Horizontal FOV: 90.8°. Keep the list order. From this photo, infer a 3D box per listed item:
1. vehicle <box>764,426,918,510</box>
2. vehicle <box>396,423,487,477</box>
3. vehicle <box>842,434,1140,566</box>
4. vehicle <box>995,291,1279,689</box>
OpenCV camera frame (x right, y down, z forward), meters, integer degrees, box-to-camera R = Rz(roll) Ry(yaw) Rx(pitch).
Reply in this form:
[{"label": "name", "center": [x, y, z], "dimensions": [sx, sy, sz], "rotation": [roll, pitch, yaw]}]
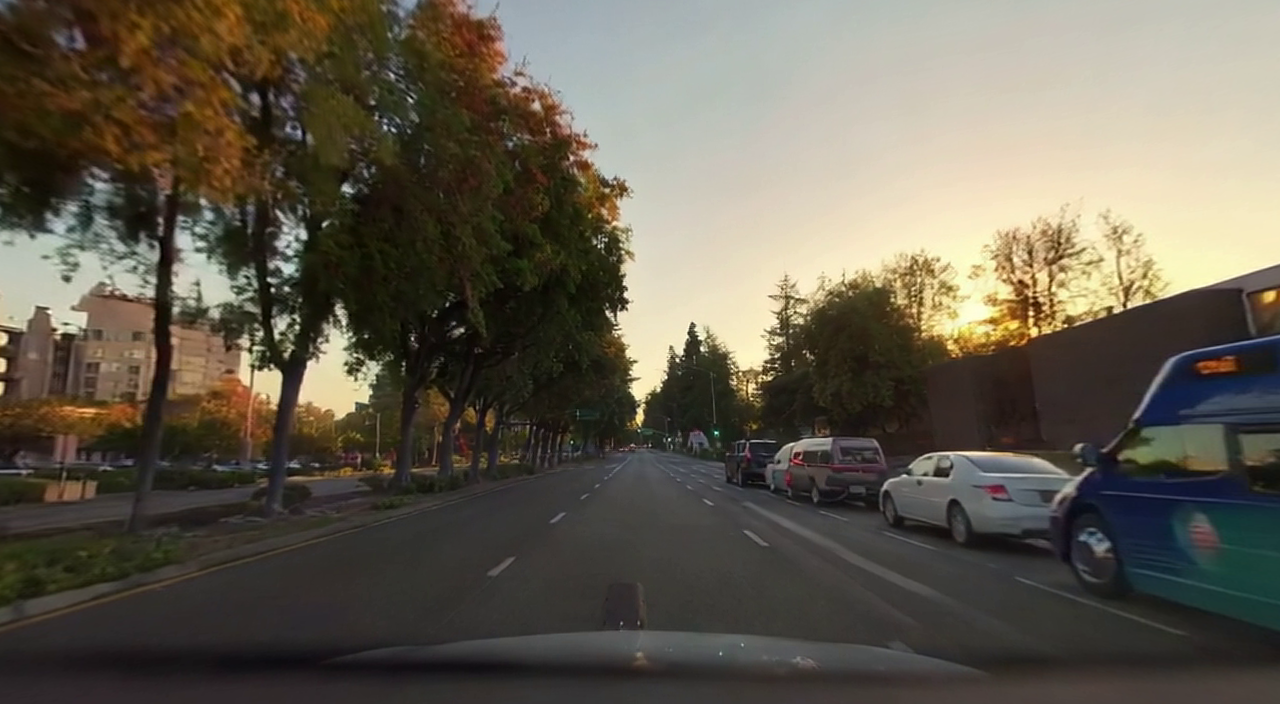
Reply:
[{"label": "vehicle", "center": [4.524, 2.695, 15.173], "dimensions": [2.028, 1.660, 4.705], "rotation": [0, -8, -2]}, {"label": "vehicle", "center": [-14.691, 7.467, 48.225], "dimensions": [3.021, 3.520, 12.558], "rotation": [0, -9, -1]}, {"label": "vehicle", "center": [4.737, 2.025, 9.524], "dimensions": [1.908, 1.472, 4.541], "rotation": [0, -8, 0]}, {"label": "vehicle", "center": [4.628, 0.660, 2.892], "dimensions": [2.351, 2.125, 6.230], "rotation": [0, -8, 0]}]
